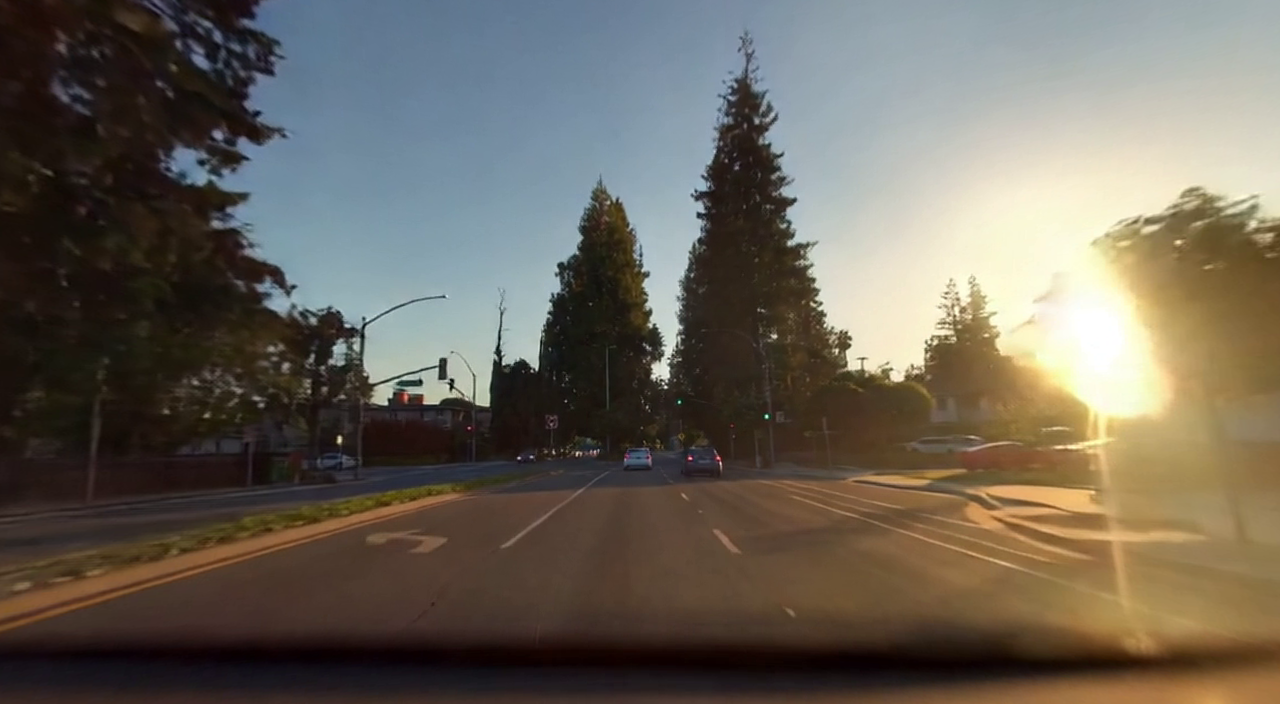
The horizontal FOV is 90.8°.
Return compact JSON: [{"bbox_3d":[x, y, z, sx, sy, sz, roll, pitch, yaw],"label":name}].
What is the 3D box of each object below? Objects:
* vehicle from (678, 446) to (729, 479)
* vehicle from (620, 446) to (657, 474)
[{"bbox_3d":[3.110,5.521,31.900,2.057,1.496,4.401,1,-9,-1],"label":"vehicle"},{"bbox_3d":[-0.083,6.357,37.469,2.018,1.511,3.993,0,-9,0],"label":"vehicle"}]
